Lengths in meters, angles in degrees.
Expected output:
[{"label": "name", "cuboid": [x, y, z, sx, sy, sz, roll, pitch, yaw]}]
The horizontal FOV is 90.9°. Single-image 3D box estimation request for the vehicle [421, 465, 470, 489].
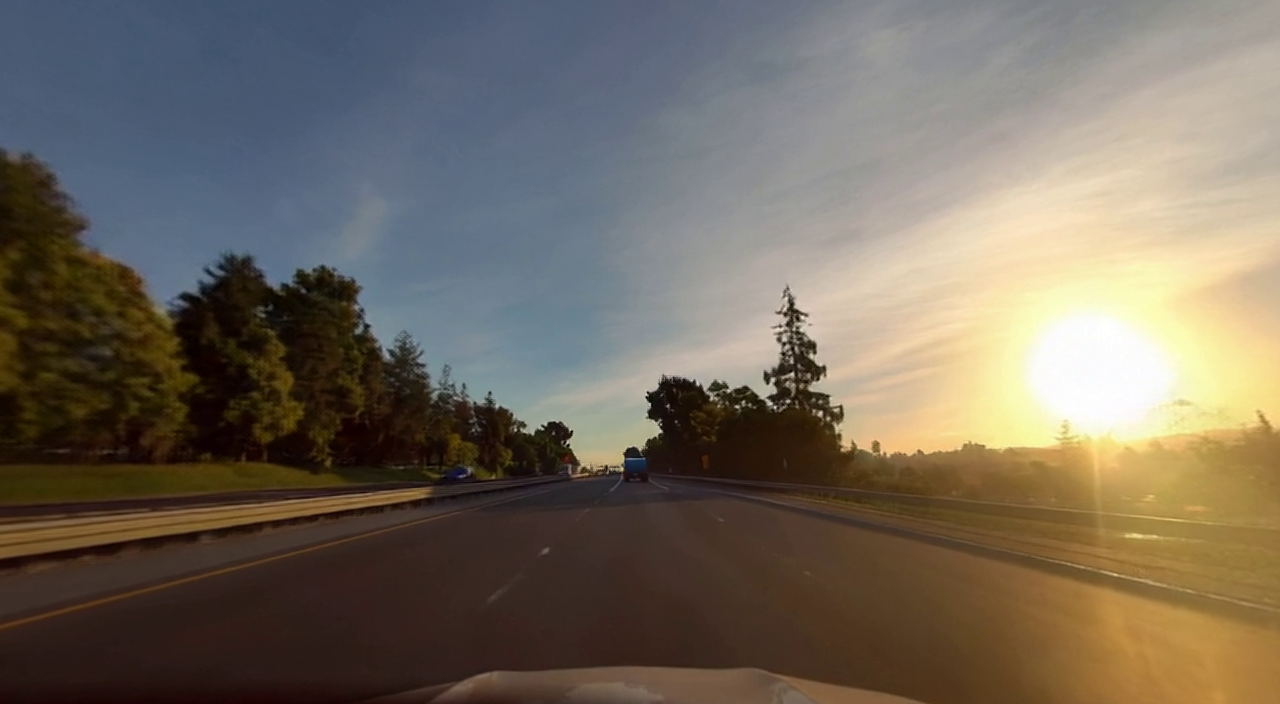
[{"label": "vehicle", "cuboid": [-13.131, 8.464, 42.778, 2.061, 1.529, 3.742, 1, -11, 1]}]
